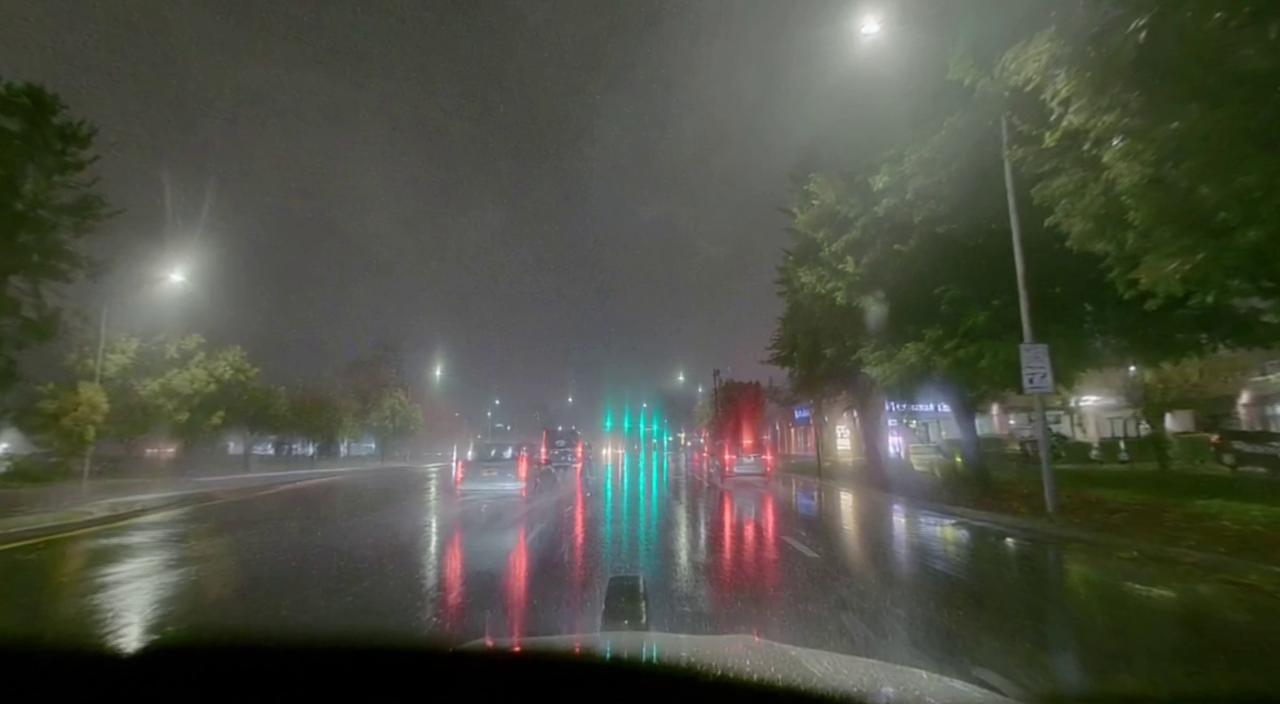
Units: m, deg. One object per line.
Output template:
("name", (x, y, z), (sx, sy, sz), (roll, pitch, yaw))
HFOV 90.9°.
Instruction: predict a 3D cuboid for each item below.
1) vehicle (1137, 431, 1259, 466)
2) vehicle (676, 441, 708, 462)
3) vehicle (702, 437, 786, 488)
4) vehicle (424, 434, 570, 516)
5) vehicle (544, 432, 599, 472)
("vehicle", (30.583, 5.302, 34.813), (1.945, 1.746, 4.929), (1, -8, -5))
("vehicle", (3.810, 7.367, 46.862), (1.913, 1.463, 4.198), (0, -8, -1))
("vehicle", (3.300, 3.592, 20.885), (1.948, 1.474, 4.360), (0, -8, -1))
("vehicle", (-2.790, 2.499, 13.307), (1.971, 1.433, 3.923), (-1, -8, 3))
("vehicle", (-3.183, 4.778, 30.229), (2.023, 1.720, 4.452), (0, -8, 1))
